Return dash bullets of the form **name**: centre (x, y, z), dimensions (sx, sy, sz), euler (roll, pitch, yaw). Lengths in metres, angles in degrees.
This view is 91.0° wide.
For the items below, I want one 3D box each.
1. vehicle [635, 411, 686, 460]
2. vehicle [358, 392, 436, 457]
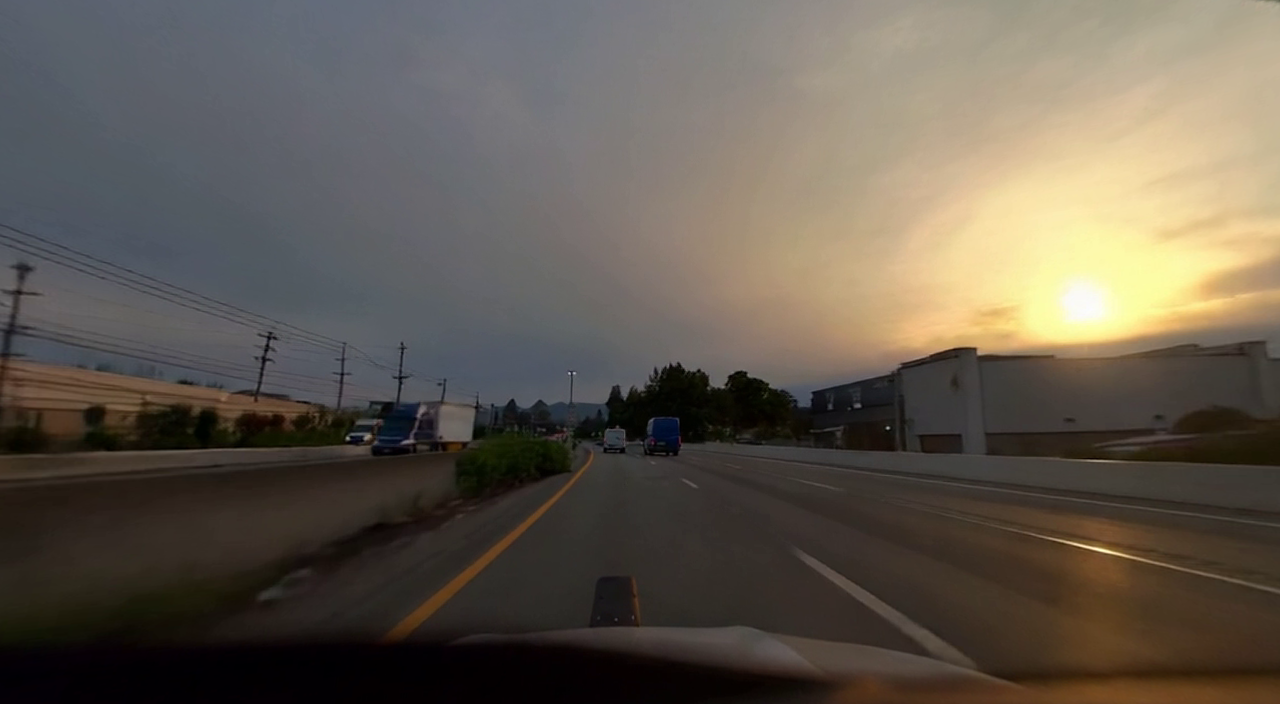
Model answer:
- **vehicle**: centre (1.317, 5.825, 43.752), dimensions (2.713, 3.140, 6.640), euler (0, -8, -5)
- **vehicle**: centre (-16.119, 4.932, 42.305), dimensions (2.980, 4.019, 6.068), euler (-1, -8, -3)
